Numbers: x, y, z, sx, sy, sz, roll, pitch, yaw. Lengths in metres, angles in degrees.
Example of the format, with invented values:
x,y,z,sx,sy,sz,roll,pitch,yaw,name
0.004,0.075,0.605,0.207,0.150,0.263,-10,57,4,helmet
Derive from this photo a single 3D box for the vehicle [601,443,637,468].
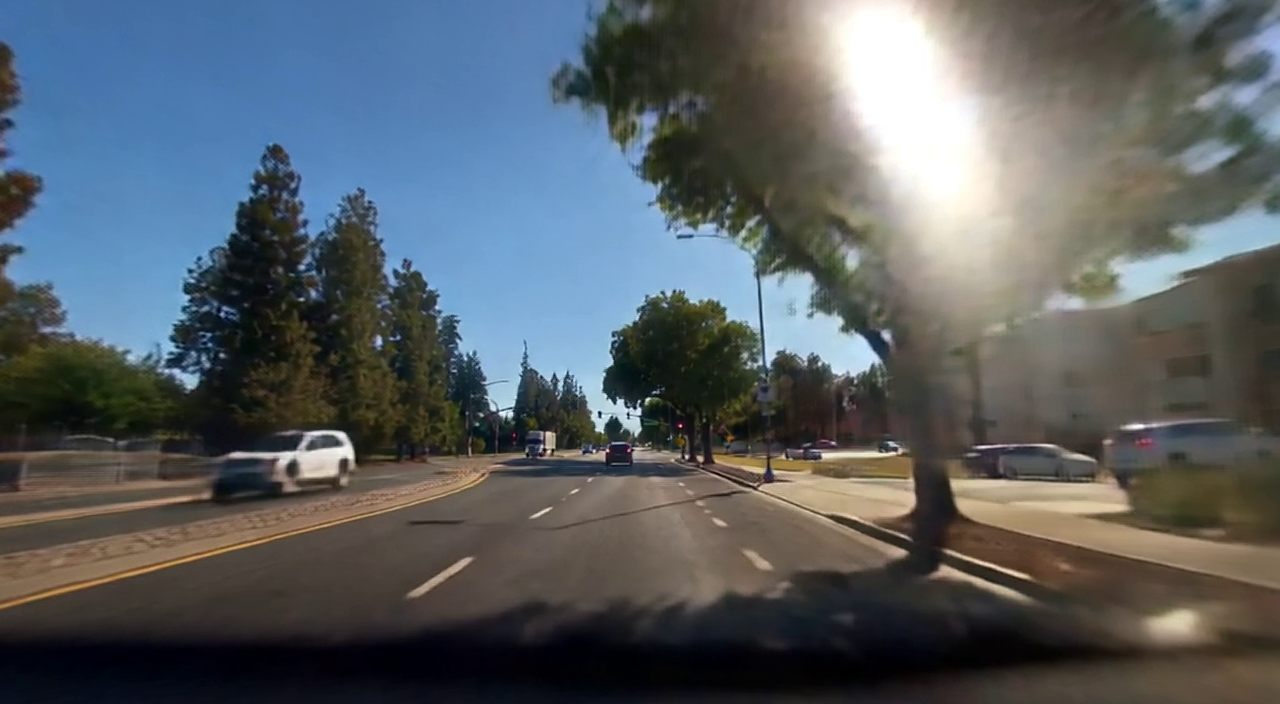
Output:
x,y,z,sx,sy,sz,roll,pitch,yaw,name
-1.256,6.584,40.417,2.011,1.498,4.914,0,-8,1,vehicle

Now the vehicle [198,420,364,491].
x,y,z,sx,sy,sz,roll,pitch,yaw,name
-11.273,3.315,20.484,2.193,1.977,5.481,0,-8,-1,vehicle

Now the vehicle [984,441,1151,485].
x,y,z,sx,sy,sz,roll,pitch,yaw,name
15.218,3.923,22.626,4.673,1.458,2.046,1,-9,-8,vehicle

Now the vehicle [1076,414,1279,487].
x,y,z,sx,sy,sz,roll,pitch,yaw,name
15.512,2.703,17.433,5.604,1.833,2.128,1,-9,-7,vehicle
